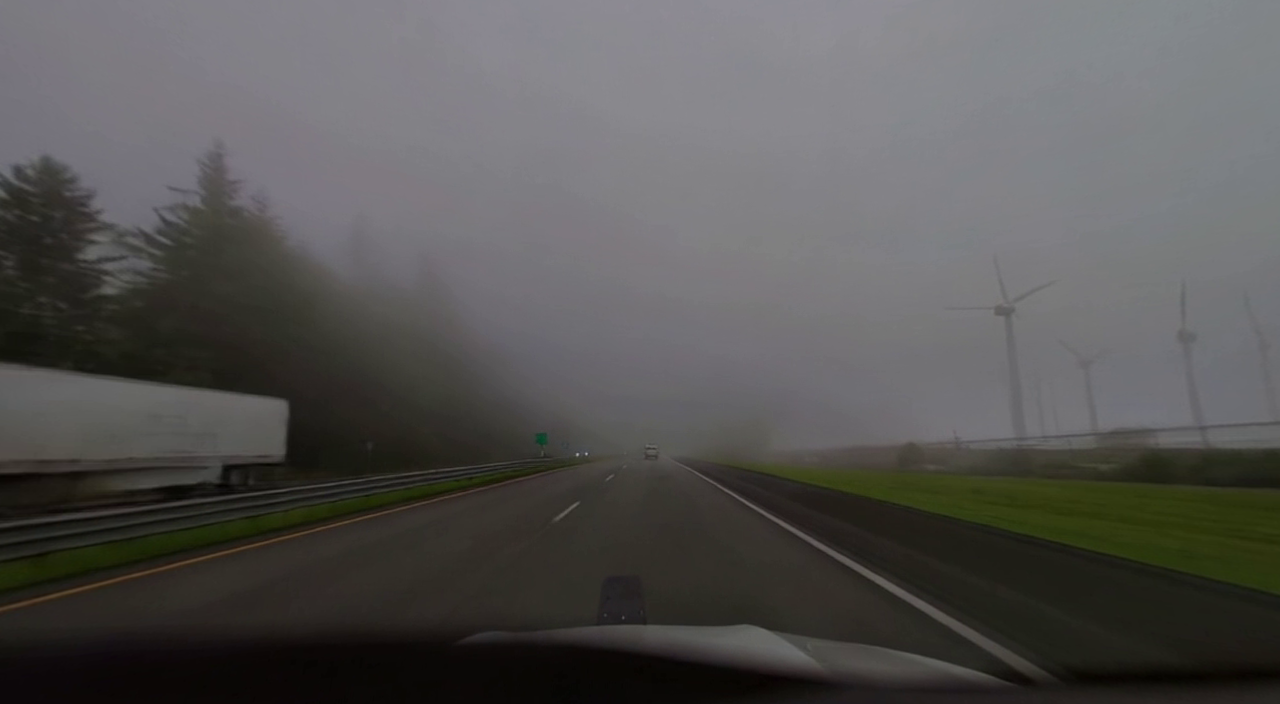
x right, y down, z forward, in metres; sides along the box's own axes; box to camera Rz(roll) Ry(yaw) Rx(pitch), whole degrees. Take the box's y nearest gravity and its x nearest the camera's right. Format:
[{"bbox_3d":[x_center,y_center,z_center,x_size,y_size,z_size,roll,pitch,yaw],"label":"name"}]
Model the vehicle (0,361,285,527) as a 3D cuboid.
[{"bbox_3d":[-16.179,2.797,18.794,3.075,3.796,13.505,0,-9,1],"label":"vehicle"}]
